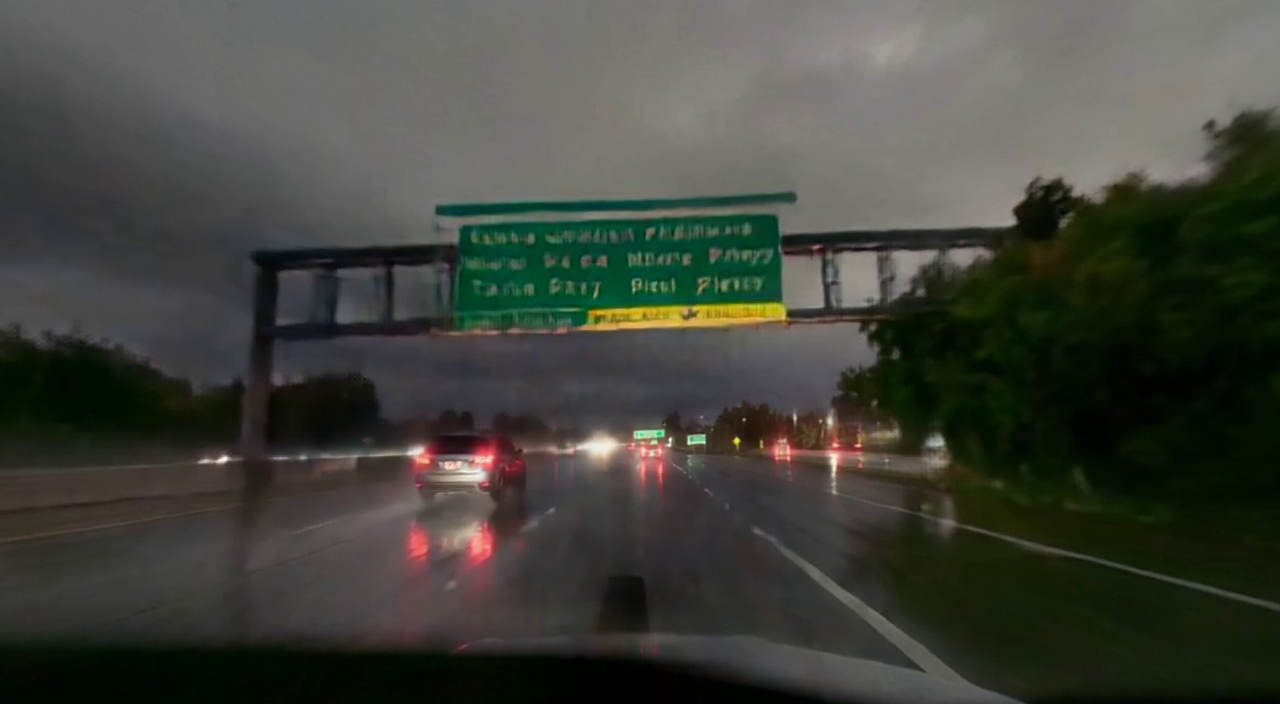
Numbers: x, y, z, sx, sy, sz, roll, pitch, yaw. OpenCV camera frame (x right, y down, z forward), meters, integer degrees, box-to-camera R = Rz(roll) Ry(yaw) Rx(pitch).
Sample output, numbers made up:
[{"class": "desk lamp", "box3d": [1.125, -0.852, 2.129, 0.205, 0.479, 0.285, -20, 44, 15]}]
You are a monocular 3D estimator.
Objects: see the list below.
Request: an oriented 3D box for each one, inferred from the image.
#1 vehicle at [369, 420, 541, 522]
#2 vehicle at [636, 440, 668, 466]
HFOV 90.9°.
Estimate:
[{"class": "vehicle", "box3d": [-3.605, 2.419, 13.347, 2.214, 1.759, 4.435, -1, -8, 1]}, {"class": "vehicle", "box3d": [0.751, 6.709, 42.085, 2.023, 1.589, 4.030, 0, -8, 0]}]
